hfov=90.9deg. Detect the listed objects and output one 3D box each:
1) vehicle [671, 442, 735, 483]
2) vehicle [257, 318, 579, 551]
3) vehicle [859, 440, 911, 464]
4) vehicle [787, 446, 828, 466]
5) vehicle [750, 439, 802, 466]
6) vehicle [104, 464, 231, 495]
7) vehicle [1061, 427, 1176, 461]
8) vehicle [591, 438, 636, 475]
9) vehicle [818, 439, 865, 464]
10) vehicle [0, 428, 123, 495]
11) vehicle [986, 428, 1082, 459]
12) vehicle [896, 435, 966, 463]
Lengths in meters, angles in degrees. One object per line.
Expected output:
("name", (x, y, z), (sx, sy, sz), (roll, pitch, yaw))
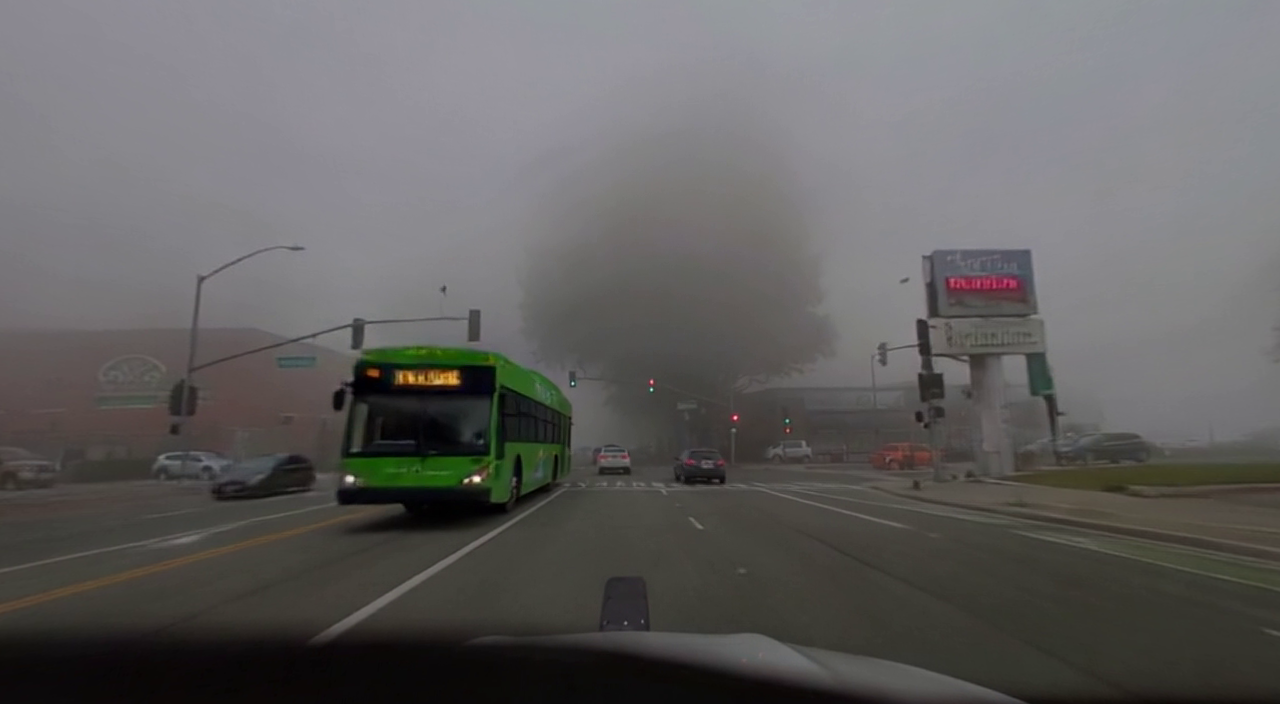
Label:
("vehicle", (2.541, 4.587, 26.483), (2.046, 1.540, 3.883), (0, -9, -4))
("vehicle", (-3.719, 2.153, 15.752), (3.018, 3.217, 13.998), (0, -9, 0))
("vehicle", (19.183, 7.832, 49.507), (2.143, 1.731, 4.290), (0, -9, -3))
("vehicle", (12.982, 8.097, 49.108), (1.860, 1.443, 3.772), (0, -9, -5))
("vehicle", (10.528, 7.835, 49.151), (2.304, 1.907, 4.844), (1, -9, -8))
("vehicle", (-24.528, 6.631, 32.854), (4.868, 1.434, 2.115), (0, -8, 0))
("vehicle", (34.804, 6.686, 45.934), (6.271, 2.145, 2.510), (-2, -8, -2))
("vehicle", (-1.475, 5.629, 34.278), (2.301, 1.837, 4.411), (0, -9, -3))
("vehicle", (15.805, 7.840, 49.700), (2.020, 1.796, 4.600), (0, -9, -2))
("vehicle", (-34.230, 5.828, 33.397), (10.321, 3.275, 3.158), (0, -10, -4))
("vehicle", (30.297, 7.087, 48.581), (5.954, 2.283, 2.137), (0, -9, -1))
("vehicle", (22.766, 7.582, 49.631), (2.384, 1.959, 5.372), (-2, -8, -7))
